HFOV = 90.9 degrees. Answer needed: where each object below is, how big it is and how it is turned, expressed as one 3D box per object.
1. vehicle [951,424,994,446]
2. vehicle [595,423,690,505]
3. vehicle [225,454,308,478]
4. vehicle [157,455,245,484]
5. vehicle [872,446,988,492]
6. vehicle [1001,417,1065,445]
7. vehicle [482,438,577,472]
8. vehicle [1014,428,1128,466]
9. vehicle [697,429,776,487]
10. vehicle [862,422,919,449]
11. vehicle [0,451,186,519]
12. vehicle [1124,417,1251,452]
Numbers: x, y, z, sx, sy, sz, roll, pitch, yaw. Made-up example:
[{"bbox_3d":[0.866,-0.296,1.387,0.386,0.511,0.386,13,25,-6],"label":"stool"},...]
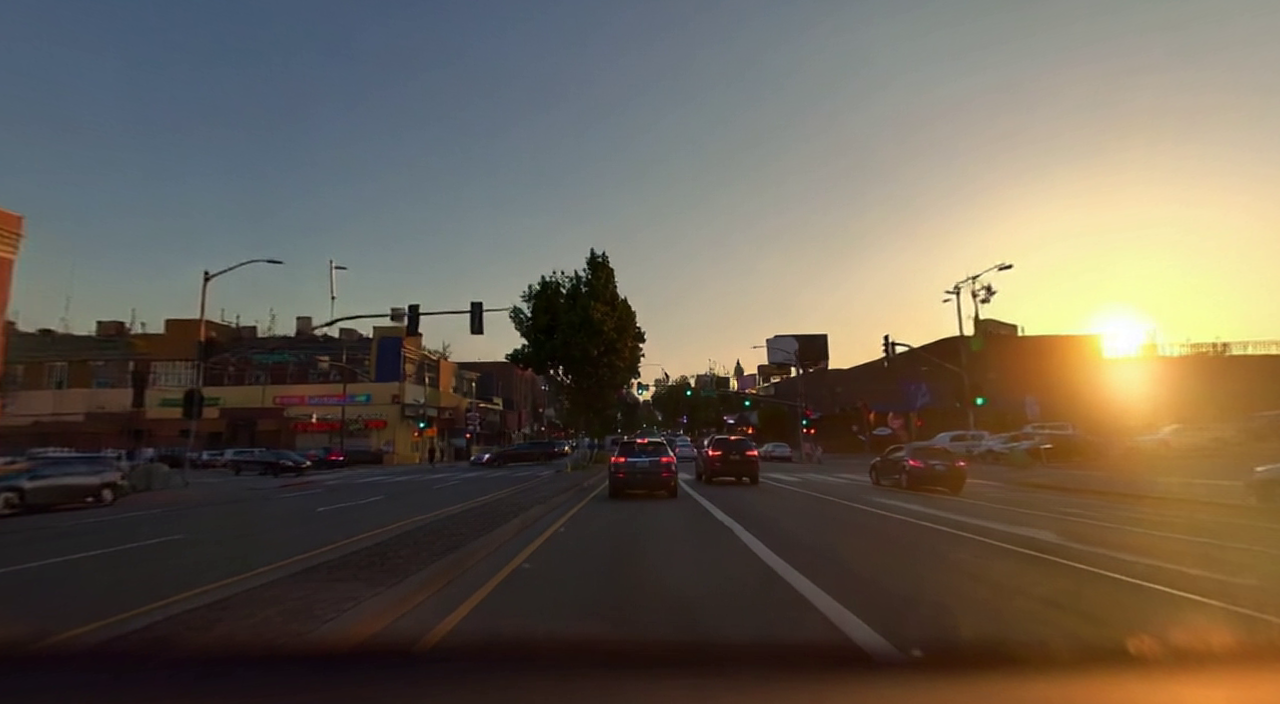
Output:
[{"bbox_3d":[24.672,6.151,46.885,1.422,1.496,3.318,1,-6,1],"label":"vehicle"},{"bbox_3d":[0.030,2.890,16.729,2.157,1.863,4.665,0,-8,0],"label":"vehicle"},{"bbox_3d":[-24.921,7.636,42.225,4.317,1.503,1.919,1,-8,-7],"label":"vehicle"},{"bbox_3d":[-27.138,7.264,39.125,3.892,1.541,2.031,4,-8,-13],"label":"vehicle"},{"bbox_3d":[10.013,4.030,22.215,1.863,1.426,4.494,0,-8,-1],"label":"vehicle"},{"bbox_3d":[29.554,5.910,47.588,1.913,1.651,4.727,3,-3,2],"label":"vehicle"},{"bbox_3d":[-6.272,5.877,36.130,4.827,1.856,2.291,-2,-8,13],"label":"vehicle"},{"bbox_3d":[19.037,4.256,28.163,1.735,1.417,4.476,-3,-9,-2],"label":"vehicle"},{"bbox_3d":[3.498,3.972,23.960,2.115,1.932,5.189,0,-8,-1],"label":"vehicle"},{"bbox_3d":[18.792,6.316,47.597,2.123,1.884,5.170,0,-8,0],"label":"vehicle"},{"bbox_3d":[-15.927,3.693,18.164,2.096,1.416,4.885,1,-6,0],"label":"vehicle"},{"bbox_3d":[25.869,3.995,30.081,1.812,1.419,4.725,-3,-9,0],"label":"vehicle"}]
